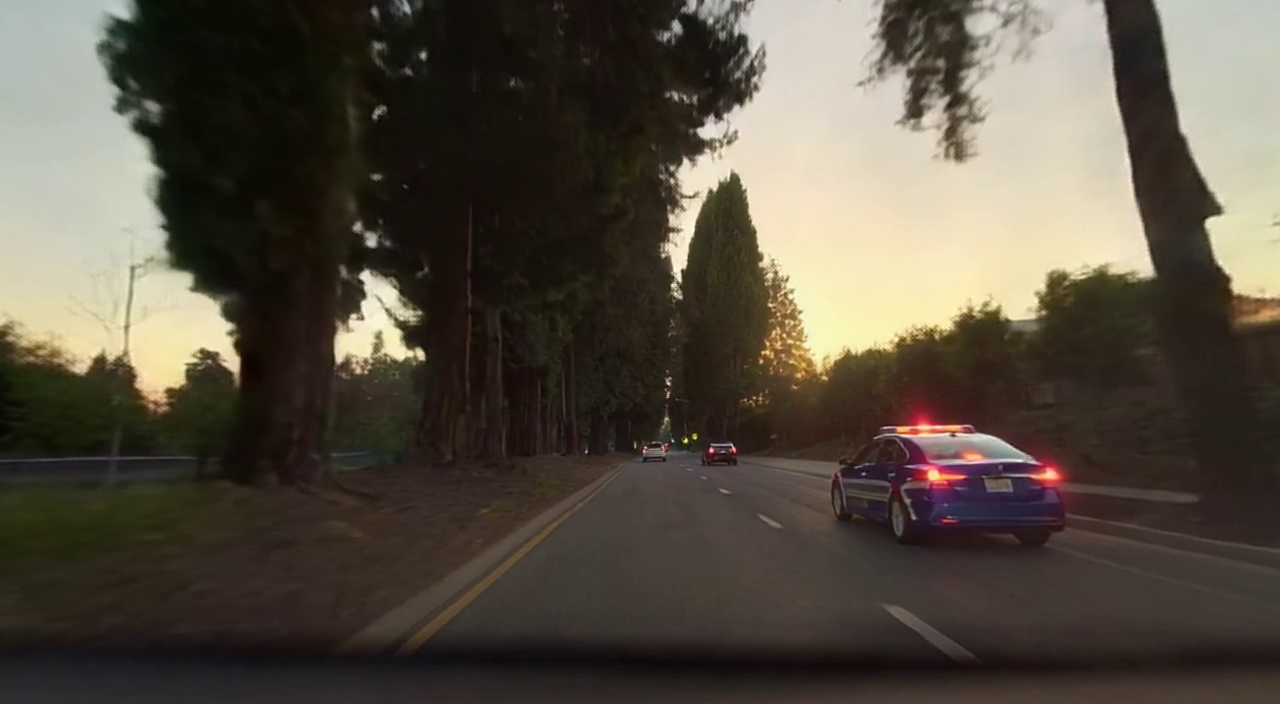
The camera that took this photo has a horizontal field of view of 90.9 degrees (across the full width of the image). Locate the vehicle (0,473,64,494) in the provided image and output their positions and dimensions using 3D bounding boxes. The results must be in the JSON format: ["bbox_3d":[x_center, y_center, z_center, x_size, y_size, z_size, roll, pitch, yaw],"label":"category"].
[{"bbox_3d":[-48.103,10.365,49.697,3.488,1.525,1.736,0,-8,-1],"label":"vehicle"}]

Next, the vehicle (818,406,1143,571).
[{"bbox_3d":[4.046,1.682,8.522,2.052,1.639,4.123,-1,-8,0],"label":"vehicle"}]

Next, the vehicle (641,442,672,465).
[{"bbox_3d":[1.087,6.934,43.347,2.026,1.466,4.282,-1,-8,0],"label":"vehicle"}]

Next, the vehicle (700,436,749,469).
[{"bbox_3d":[4.591,5.532,34.928,2.110,1.666,3.912,-1,-8,0],"label":"vehicle"}]
